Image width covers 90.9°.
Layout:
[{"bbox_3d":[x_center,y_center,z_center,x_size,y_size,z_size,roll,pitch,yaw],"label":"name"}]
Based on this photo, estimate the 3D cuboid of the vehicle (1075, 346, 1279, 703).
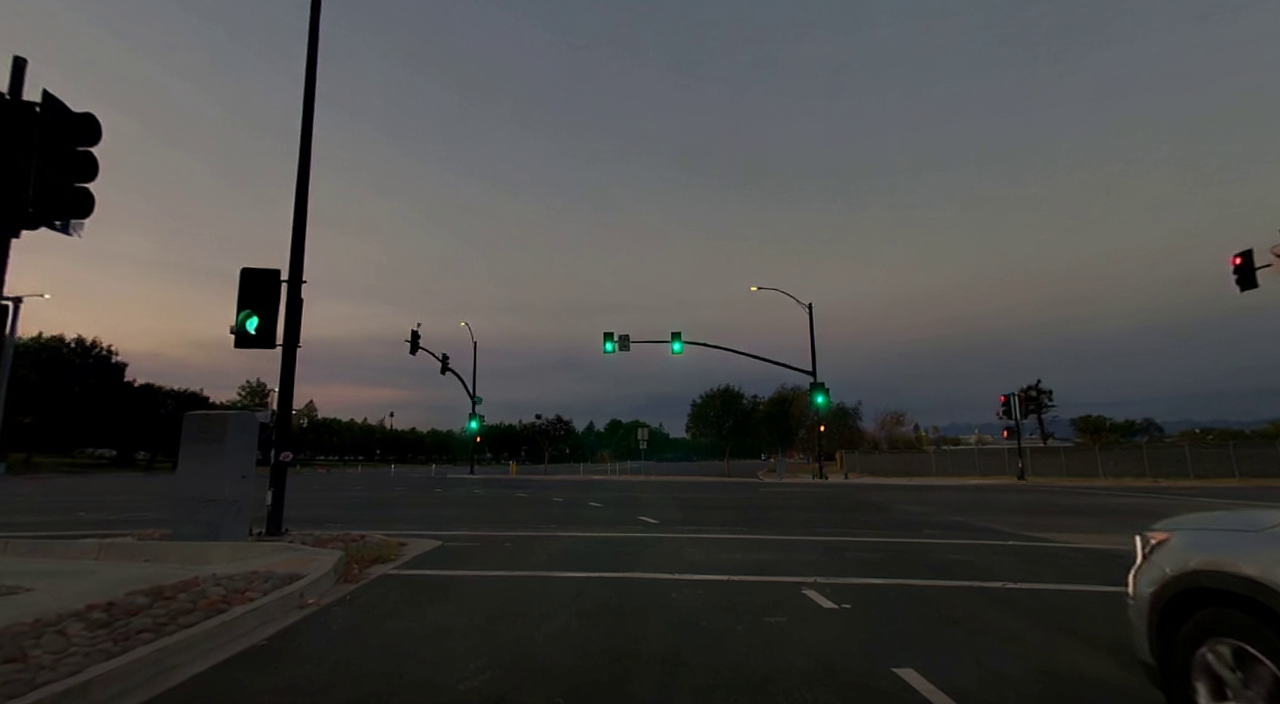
[{"bbox_3d":[3.074,0.634,0.935,1.938,1.648,4.211,-1,-8,2],"label":"vehicle"}]
